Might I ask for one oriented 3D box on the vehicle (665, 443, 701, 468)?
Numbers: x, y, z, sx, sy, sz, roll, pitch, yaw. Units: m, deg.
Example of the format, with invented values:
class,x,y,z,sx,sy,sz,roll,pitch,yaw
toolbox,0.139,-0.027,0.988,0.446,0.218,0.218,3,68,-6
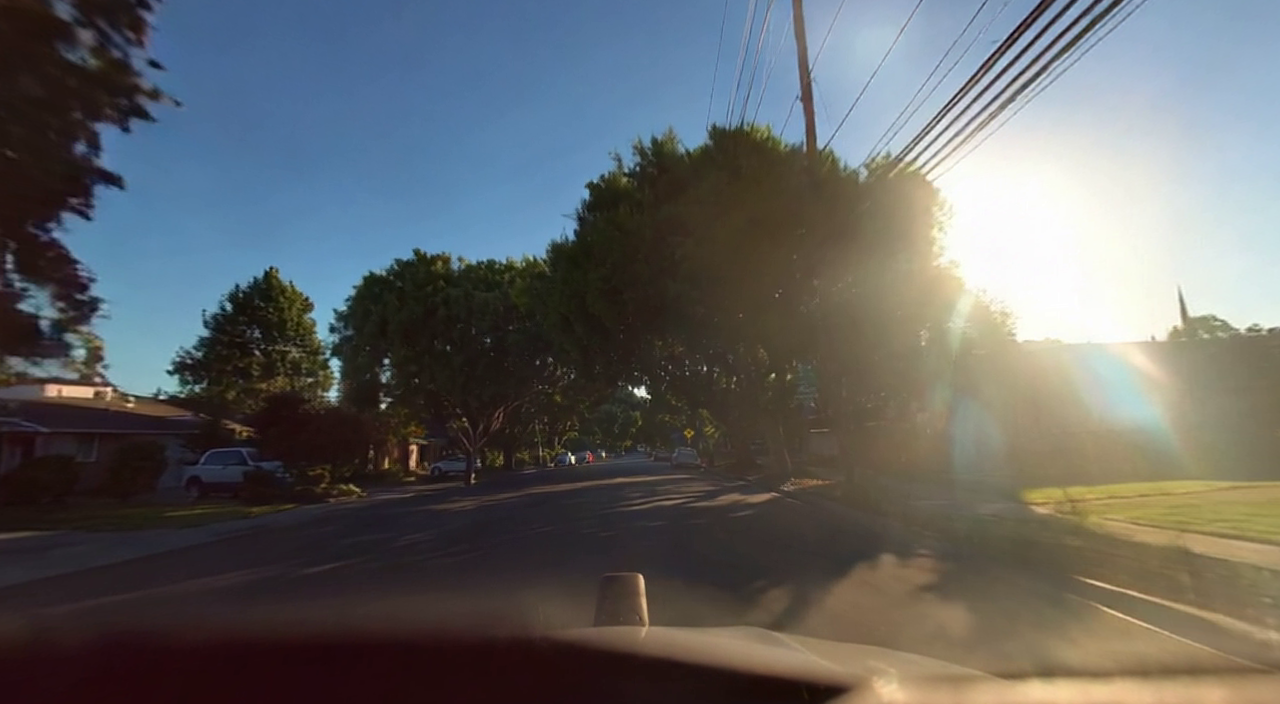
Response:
class,x,y,z,sx,sy,sz,roll,pitch,yaw
vehicle,3.086,7.587,46.376,2.128,1.724,4.492,0,-8,-2
